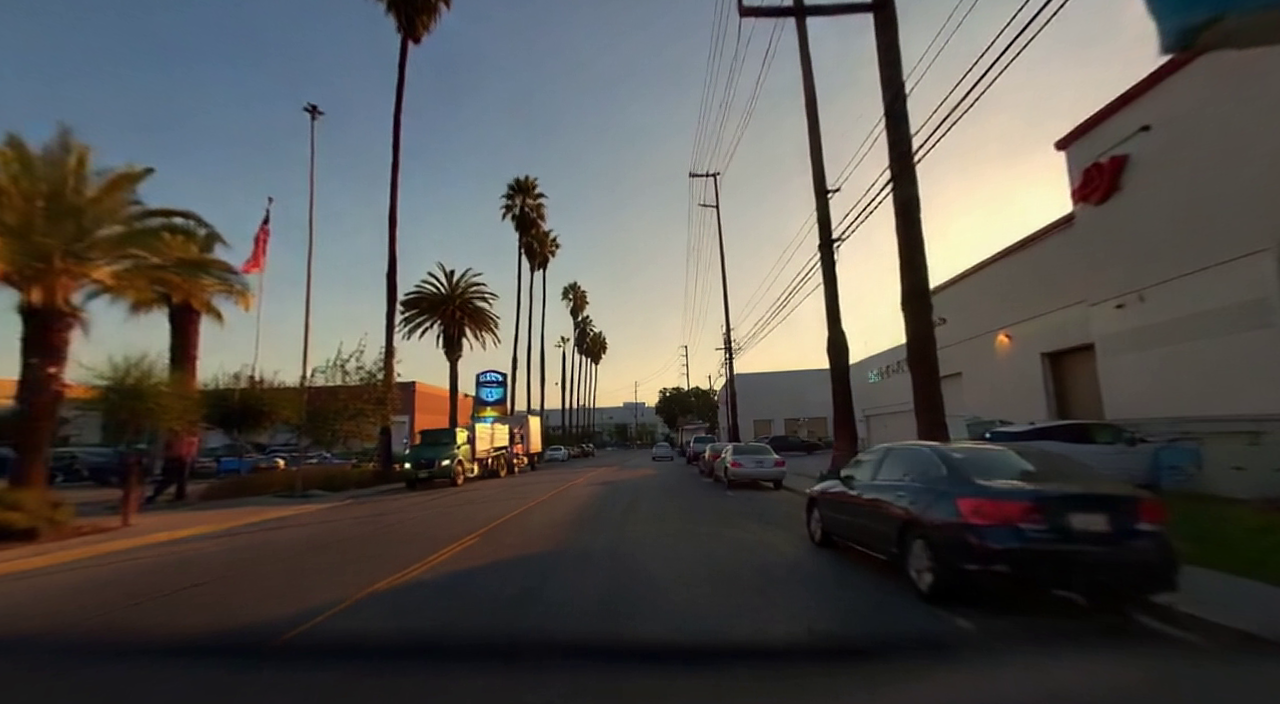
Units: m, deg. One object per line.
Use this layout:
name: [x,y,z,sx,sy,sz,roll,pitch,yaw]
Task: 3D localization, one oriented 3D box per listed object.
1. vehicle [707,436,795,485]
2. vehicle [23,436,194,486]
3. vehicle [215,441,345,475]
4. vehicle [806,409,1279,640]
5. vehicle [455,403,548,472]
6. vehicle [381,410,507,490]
vehicle: [3.729,3.748,22.199,2.246,1.533,4.971,0,-8,1]
vehicle: [-20.739,4.248,25.104,2.152,1.746,5.461,0,-8,-2]
vehicle: [-16.919,4.985,29.839,4.890,1.483,2.055,0,-8,2]
vehicle: [3.517,1.548,6.823,2.111,1.611,4.576,0,-8,-1]
vehicle: [-7.421,4.788,35.246,2.941,3.418,7.738,-1,-8,4]
vehicle: [-7.897,4.057,26.535,2.845,2.738,7.208,-3,-8,1]
